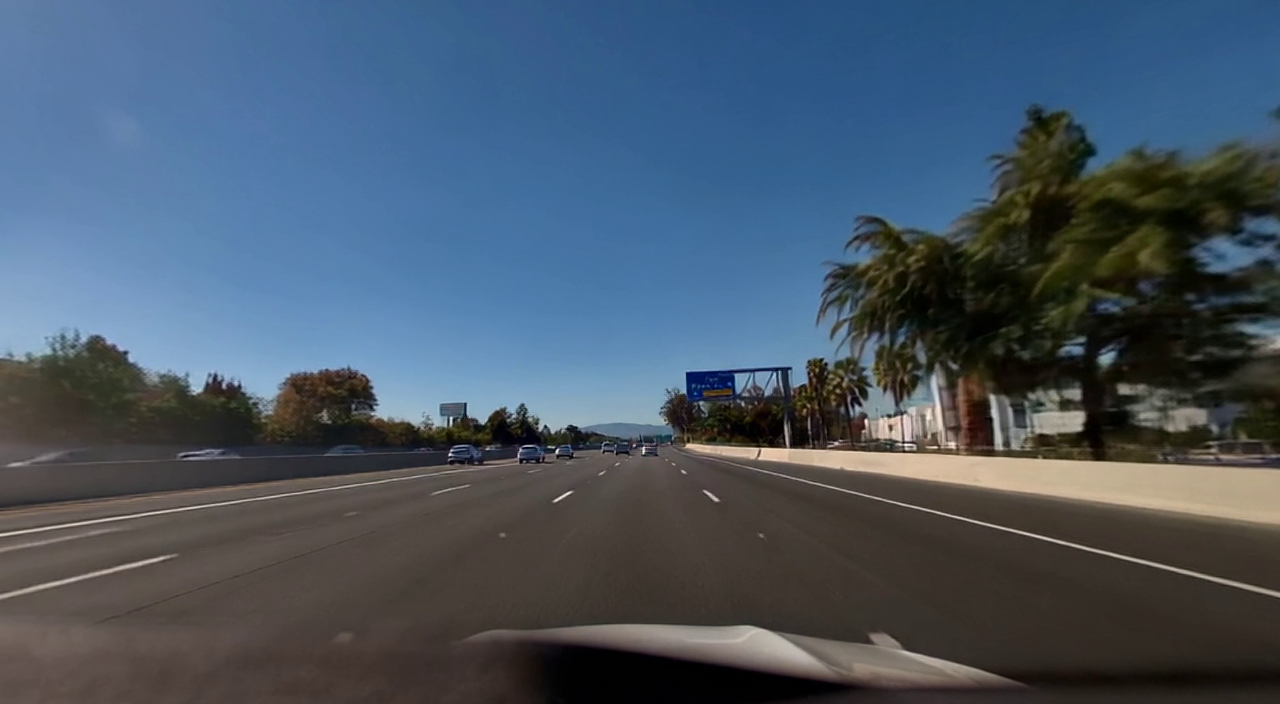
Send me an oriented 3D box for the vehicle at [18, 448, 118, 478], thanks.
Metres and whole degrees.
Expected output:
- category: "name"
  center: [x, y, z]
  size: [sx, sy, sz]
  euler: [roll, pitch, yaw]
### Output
- category: "vehicle"
  center: [-33.746, 6.524, 37.385]
  size: [1.977, 1.582, 4.243]
  euler: [-1, -8, -1]
